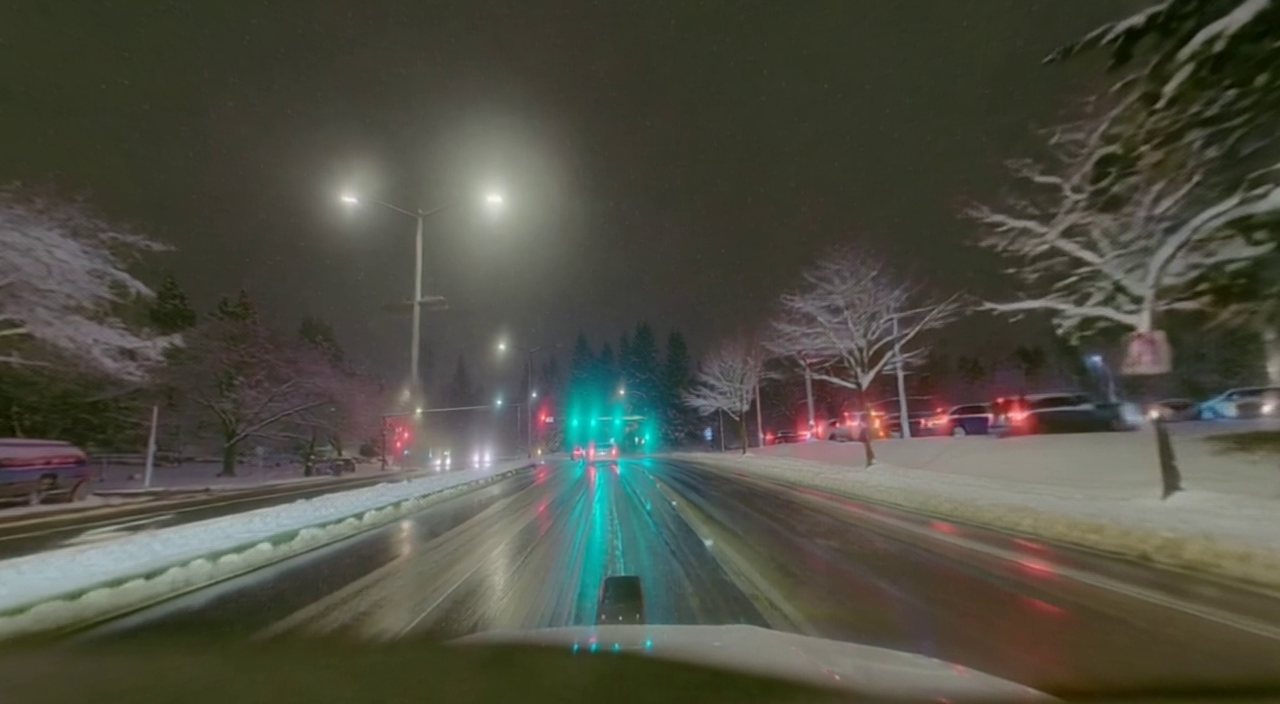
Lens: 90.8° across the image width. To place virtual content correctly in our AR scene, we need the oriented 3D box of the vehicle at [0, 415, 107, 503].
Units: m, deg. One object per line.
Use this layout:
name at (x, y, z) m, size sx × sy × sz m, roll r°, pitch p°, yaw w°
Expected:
vehicle at (-29.570, 4.920, 29.044) m, size 3.377 × 3.796 × 8.315 m, roll -1°, pitch -8°, yaw -5°

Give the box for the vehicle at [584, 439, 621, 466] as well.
vehicle at (-2.506, 6.497, 41.136) m, size 2.197 × 1.642 × 4.312 m, roll 1°, pitch -8°, yaw -6°

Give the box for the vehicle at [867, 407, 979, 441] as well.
vehicle at (14.401, 3.706, 32.334) m, size 4.742 × 1.602 × 1.999 m, roll 0°, pitch -8°, yaw -4°

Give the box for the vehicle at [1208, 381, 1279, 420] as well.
vehicle at (29.951, 2.307, 29.659) m, size 2.175 × 1.626 × 4.598 m, roll 0°, pitch -8°, yaw -1°

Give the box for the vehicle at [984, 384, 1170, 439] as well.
vehicle at (14.946, 2.091, 21.816) m, size 4.851 × 1.737 × 2.189 m, roll 0°, pitch -8°, yaw -5°
